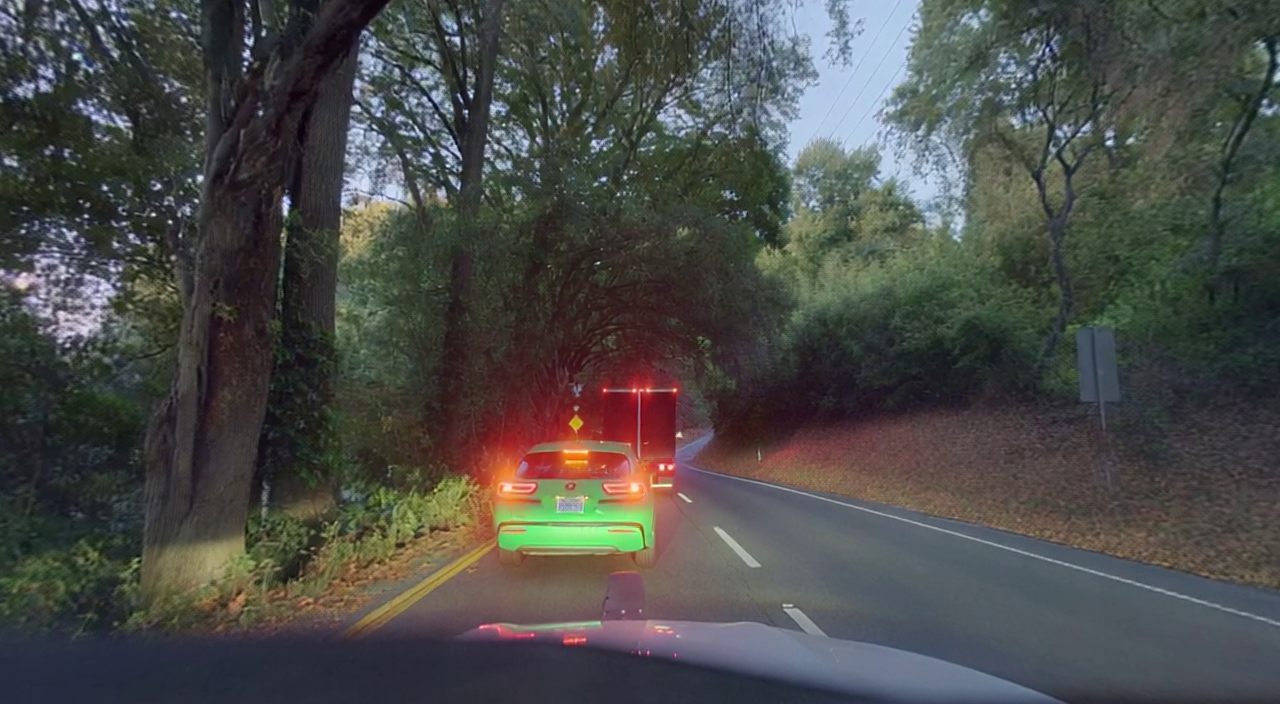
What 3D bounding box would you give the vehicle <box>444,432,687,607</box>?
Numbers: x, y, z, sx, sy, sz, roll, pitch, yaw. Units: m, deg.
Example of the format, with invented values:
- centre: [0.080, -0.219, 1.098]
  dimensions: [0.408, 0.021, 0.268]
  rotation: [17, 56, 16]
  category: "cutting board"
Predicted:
- centre: [-0.633, 1.751, 7.510]
  dimensions: [2.076, 1.490, 4.078]
  rotation: [0, -9, 0]
  category: "vehicle"
